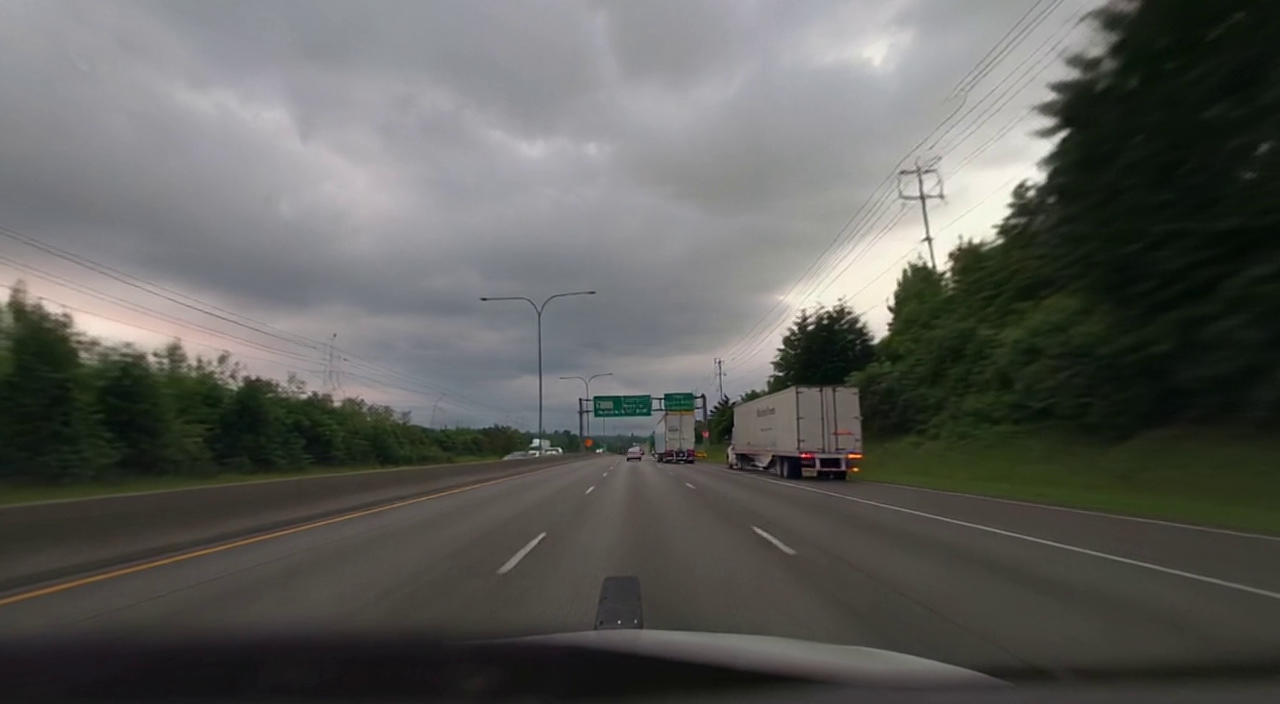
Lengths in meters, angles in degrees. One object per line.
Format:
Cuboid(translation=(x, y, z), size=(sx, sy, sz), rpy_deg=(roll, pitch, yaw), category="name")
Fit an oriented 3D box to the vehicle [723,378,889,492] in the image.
Cuboid(translation=(7.205, 4.352, 31.720), size=(3.400, 4.134, 17.388), rpy_deg=(0, -9, -1), category="vehicle")
